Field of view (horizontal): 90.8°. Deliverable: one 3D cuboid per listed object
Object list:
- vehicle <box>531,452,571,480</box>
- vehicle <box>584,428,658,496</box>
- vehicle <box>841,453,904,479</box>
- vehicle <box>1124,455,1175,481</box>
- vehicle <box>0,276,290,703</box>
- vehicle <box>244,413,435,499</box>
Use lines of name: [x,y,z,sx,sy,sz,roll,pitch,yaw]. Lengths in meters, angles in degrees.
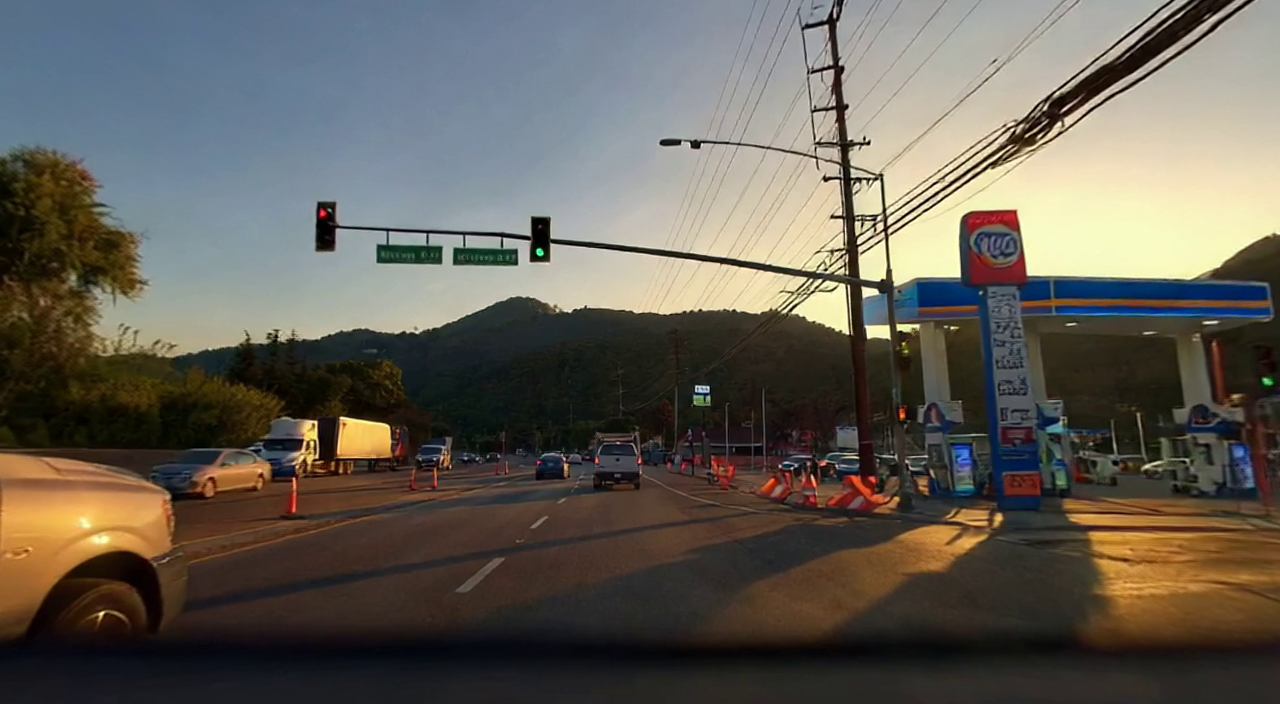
vehicle: [-5.196,6.726,37.460,1.972,1.496,4.150,0,-9,-3]
vehicle: [-0.782,4.116,24.082,2.486,2.280,5.291,0,-9,-3]
vehicle: [18.239,8.871,49.404,5.424,1.844,2.255,7,-11,-41]
vehicle: [34.068,7.687,42.205,3.770,1.581,1.764,7,-11,-39]
vehicle: [-3.760,0.579,1.653,2.345,2.012,5.693,0,-8,1]
vehicle: [-10.565,4.116,23.517,3.491,2.435,7.610,3,-14,-2]
